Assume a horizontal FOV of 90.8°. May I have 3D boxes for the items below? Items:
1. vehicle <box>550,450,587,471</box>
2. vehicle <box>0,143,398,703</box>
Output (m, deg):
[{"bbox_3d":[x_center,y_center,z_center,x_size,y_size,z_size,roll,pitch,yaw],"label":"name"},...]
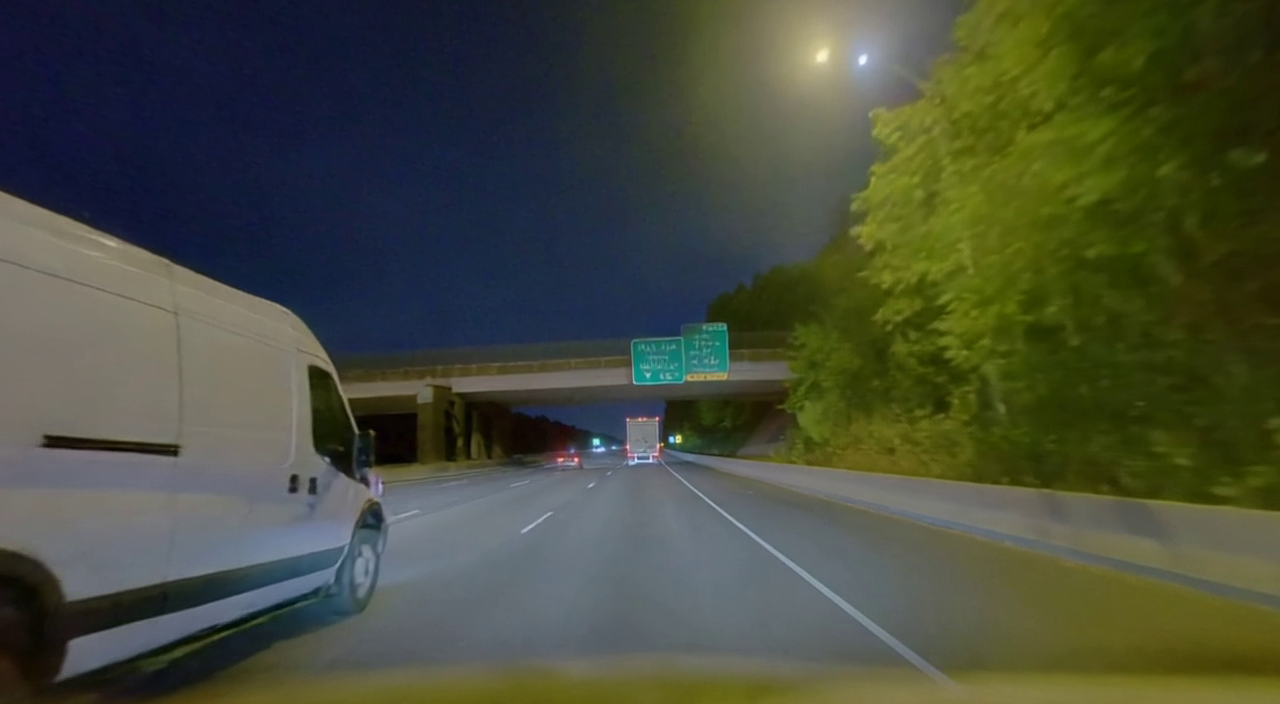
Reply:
[{"bbox_3d":[-5.189,7.956,46.477,1.953,1.452,4.711,-1,-9,3],"label":"vehicle"},{"bbox_3d":[-3.914,0.683,3.810,2.504,2.694,5.934,0,-9,0],"label":"vehicle"}]
